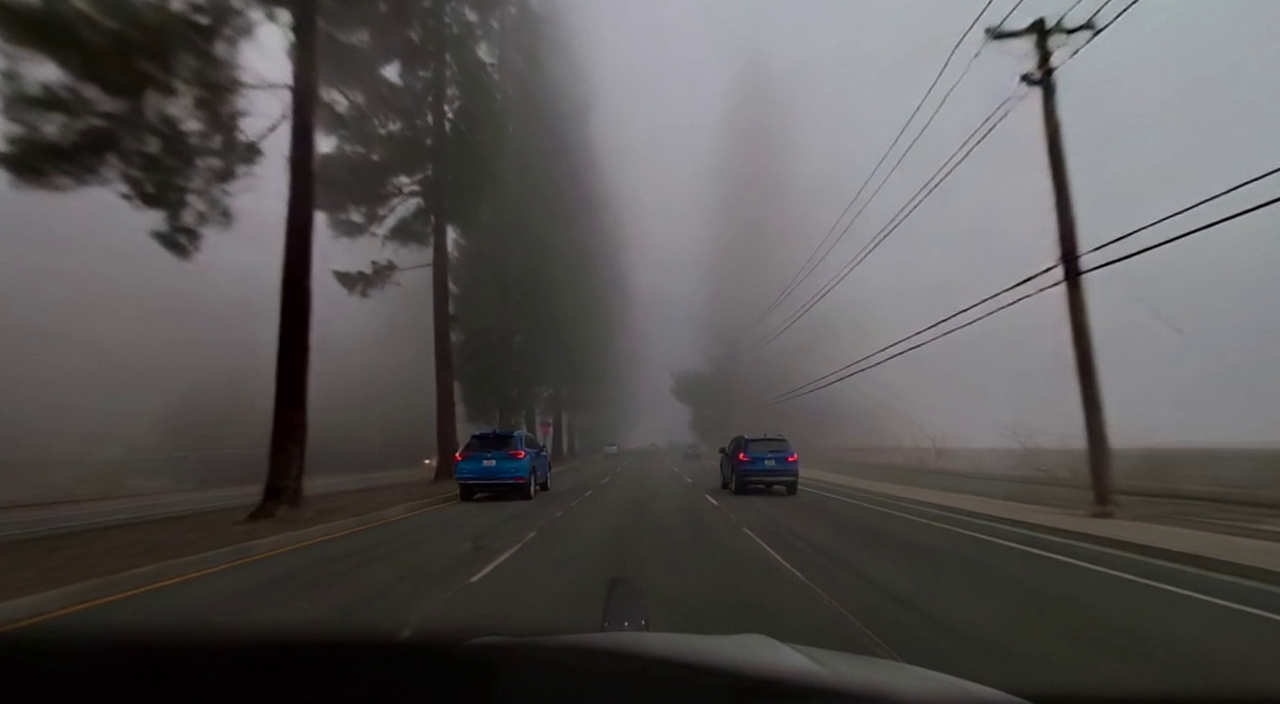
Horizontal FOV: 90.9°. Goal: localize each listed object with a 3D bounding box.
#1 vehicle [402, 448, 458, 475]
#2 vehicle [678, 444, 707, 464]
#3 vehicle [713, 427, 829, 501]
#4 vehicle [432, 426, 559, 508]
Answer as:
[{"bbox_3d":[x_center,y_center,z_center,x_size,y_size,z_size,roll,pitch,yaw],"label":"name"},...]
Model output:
[{"bbox_3d":[-13.478,7.034,40.745,1.961,1.655,4.491,0,-9,1],"label":"vehicle"},{"bbox_3d":[4.058,7.904,49.159,1.906,1.468,4.422,0,-9,0],"label":"vehicle"},{"bbox_3d":[3.402,3.031,17.426,2.182,1.744,4.464,0,-9,-1],"label":"vehicle"},{"bbox_3d":[-3.463,2.872,16.136,2.104,1.785,4.494,0,-9,1],"label":"vehicle"}]
